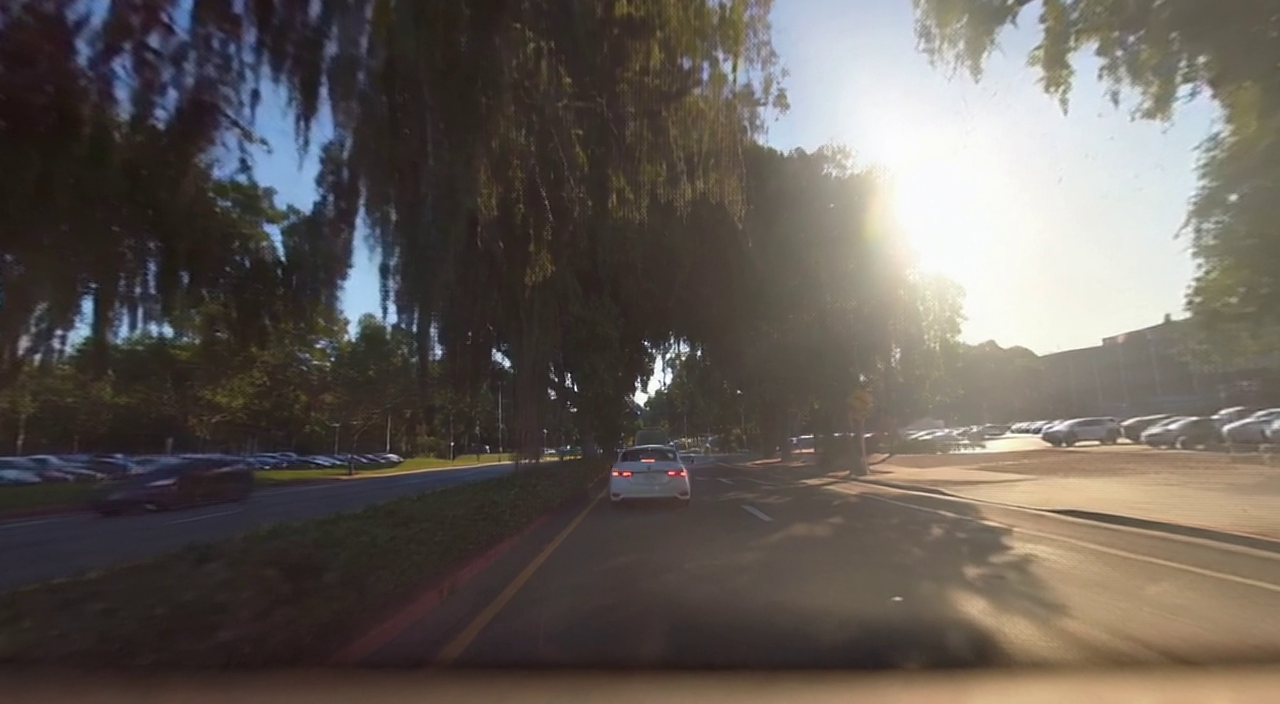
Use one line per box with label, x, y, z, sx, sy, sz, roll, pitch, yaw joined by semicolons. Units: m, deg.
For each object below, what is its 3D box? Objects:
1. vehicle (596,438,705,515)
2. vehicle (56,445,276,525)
vehicle;0.162;2.701;14.137;2.093;1.442;3.977;0;-9;-1
vehicle;-11.867;3.316;16.338;2.066;1.753;4.559;0;-9;1
